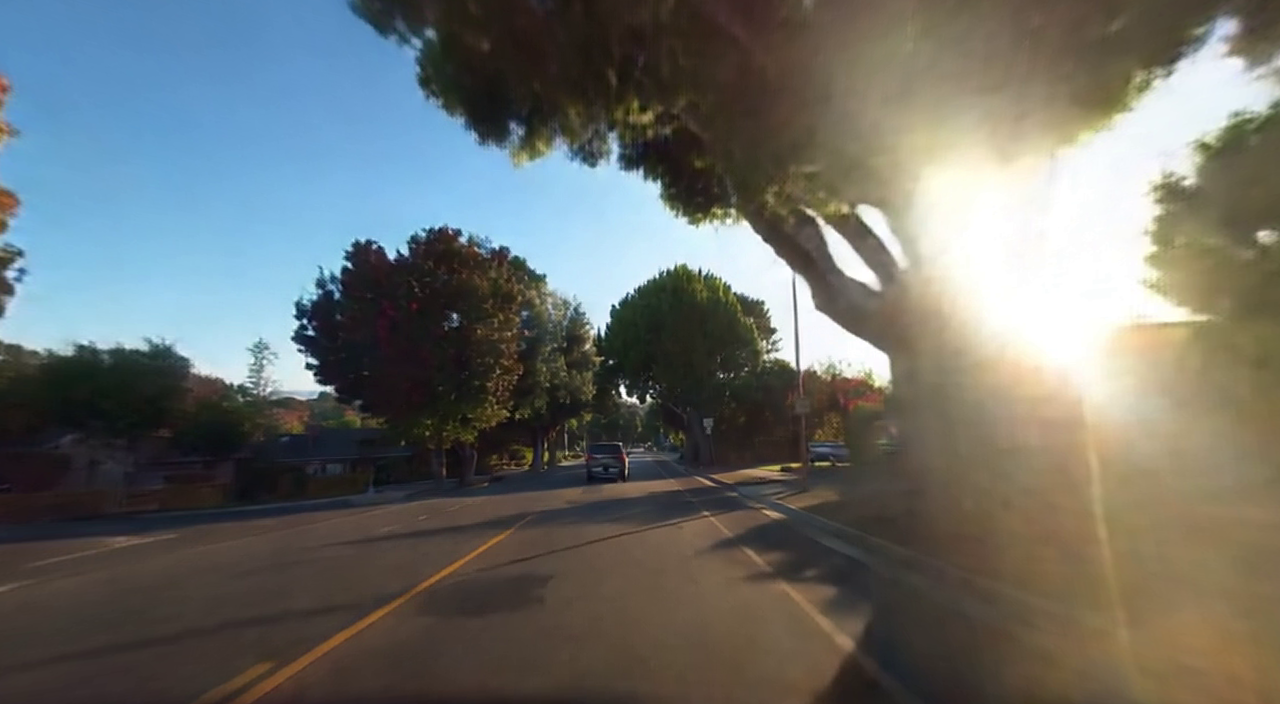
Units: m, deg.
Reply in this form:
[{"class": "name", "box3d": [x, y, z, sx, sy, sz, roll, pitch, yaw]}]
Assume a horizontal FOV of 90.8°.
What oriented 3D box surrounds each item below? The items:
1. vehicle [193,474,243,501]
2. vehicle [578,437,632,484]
[{"class": "vehicle", "box3d": [-30.000, 9.602, 45.027, 1.926, 1.552, 4.355, 3, -9, -21]}, {"class": "vehicle", "box3d": [-1.539, 5.011, 29.528, 2.210, 2.023, 4.663, 0, -9, 1]}]
